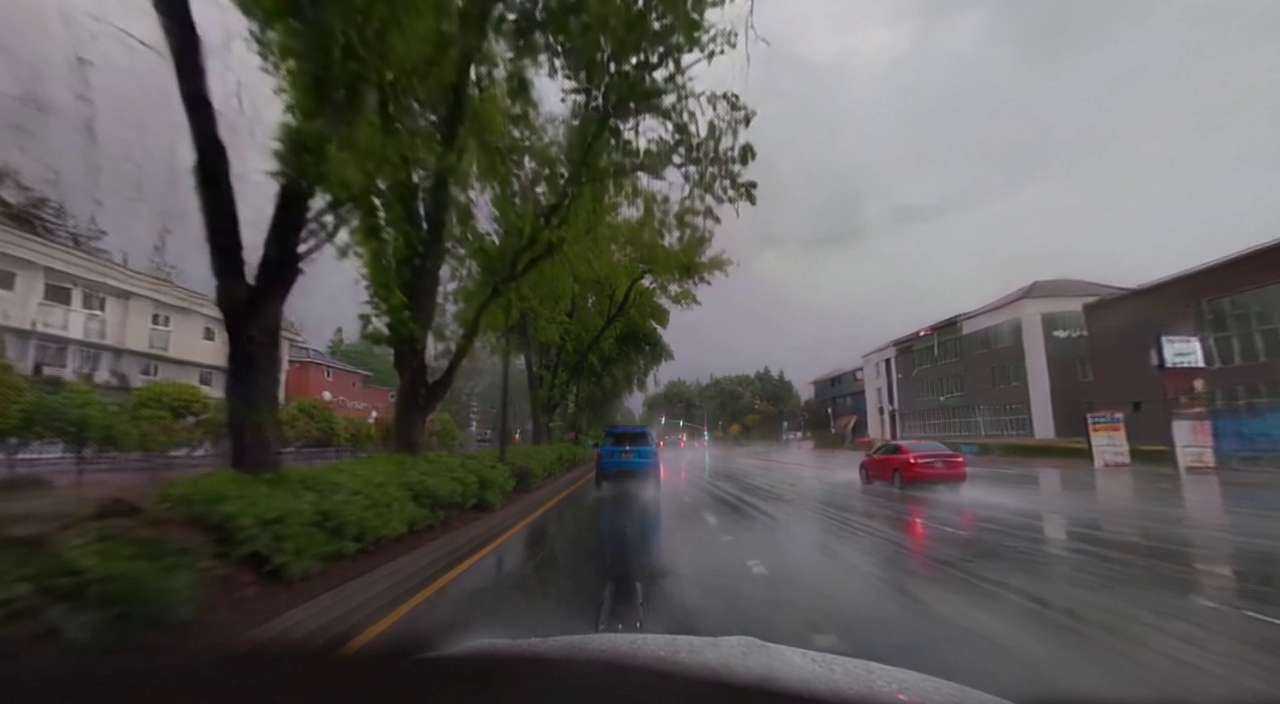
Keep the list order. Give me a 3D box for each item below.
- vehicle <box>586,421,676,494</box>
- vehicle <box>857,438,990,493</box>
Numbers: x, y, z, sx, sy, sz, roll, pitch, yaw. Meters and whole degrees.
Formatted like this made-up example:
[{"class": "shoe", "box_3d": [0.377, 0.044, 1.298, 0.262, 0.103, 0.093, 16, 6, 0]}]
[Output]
[{"class": "vehicle", "box_3d": [-0.259, 2.993, 18.163, 2.277, 1.816, 4.192, 0, -9, -1]}, {"class": "vehicle", "box_3d": [8.440, 3.420, 19.356, 2.002, 1.456, 4.631, 0, -9, 1]}]
